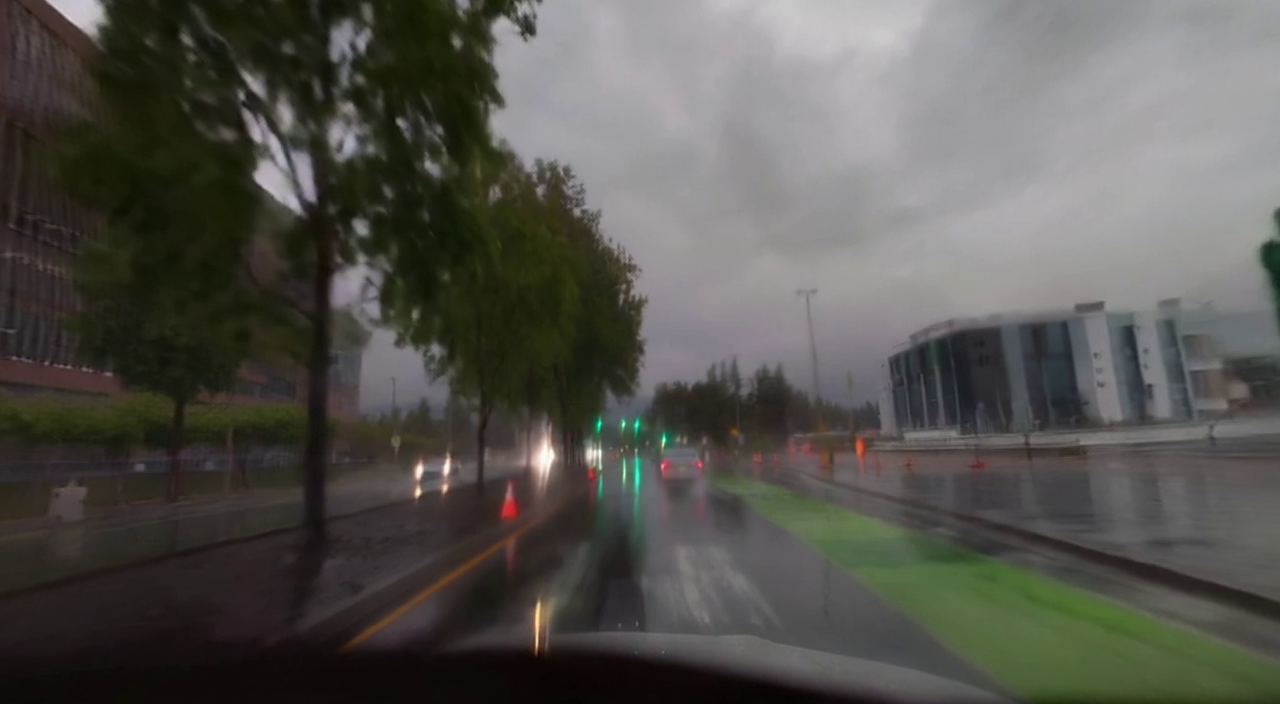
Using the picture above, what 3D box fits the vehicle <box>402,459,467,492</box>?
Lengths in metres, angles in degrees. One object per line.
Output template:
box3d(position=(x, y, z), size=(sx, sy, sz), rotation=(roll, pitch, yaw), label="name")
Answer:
box3d(position=(-10.427, 6.284, 32.460), size=(2.010, 1.487, 4.427), rotation=(0, -9, -2), label="vehicle")

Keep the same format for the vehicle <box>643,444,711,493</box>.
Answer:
box3d(position=(1.170, 4.009, 22.086), size=(2.114, 1.493, 4.430), rotation=(0, -9, 0), label="vehicle")
